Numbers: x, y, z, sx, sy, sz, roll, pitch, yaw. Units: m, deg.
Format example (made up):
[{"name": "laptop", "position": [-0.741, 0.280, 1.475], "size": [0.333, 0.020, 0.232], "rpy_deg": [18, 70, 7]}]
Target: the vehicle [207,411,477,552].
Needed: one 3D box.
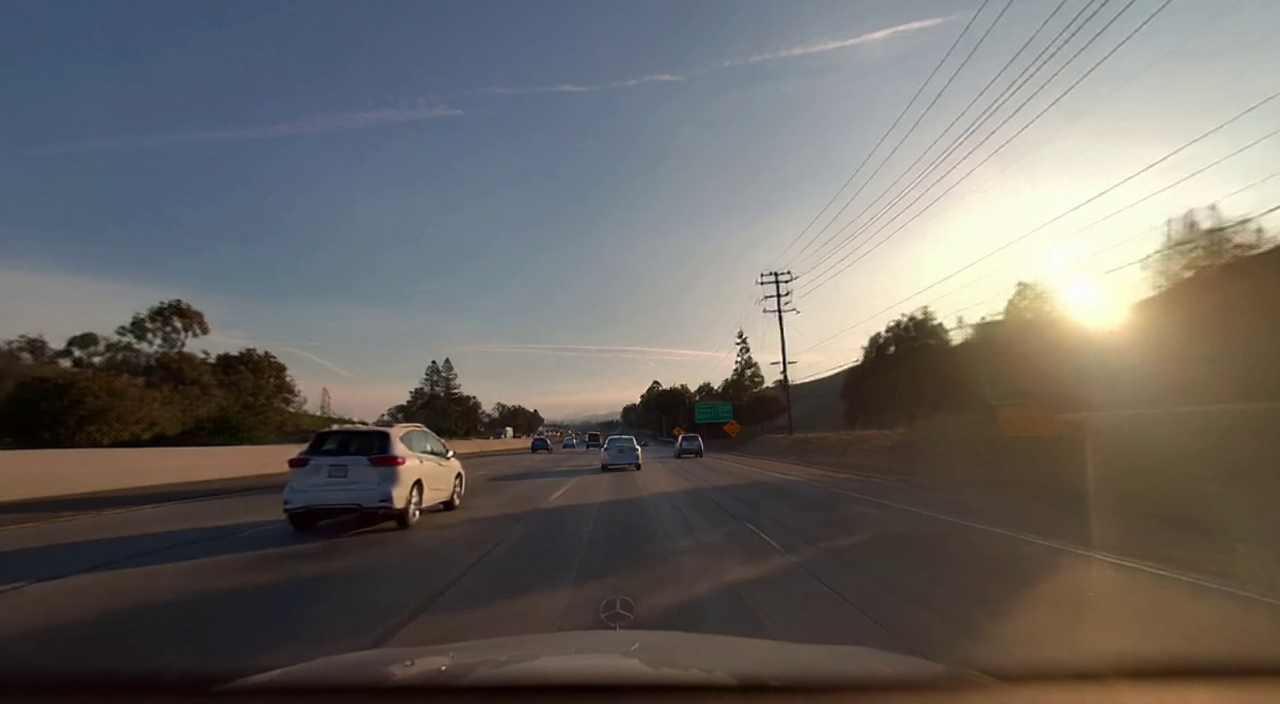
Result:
[{"name": "vehicle", "position": [-4.019, 1.800, 9.585], "size": [1.901, 1.601, 4.610], "rpy_deg": [0, -8, -1]}]

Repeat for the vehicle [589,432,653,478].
[{"name": "vehicle", "position": [-0.636, 3.580, 22.231], "size": [2.086, 1.488, 3.440], "rpy_deg": [0, -8, -1]}]

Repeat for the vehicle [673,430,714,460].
[{"name": "vehicle", "position": [3.179, 5.650, 38.432], "size": [1.950, 1.695, 4.446], "rpy_deg": [0, -8, -2]}]

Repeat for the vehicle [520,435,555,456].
[{"name": "vehicle", "position": [-7.769, 7.100, 48.097], "size": [1.992, 1.494, 4.133], "rpy_deg": [0, -8, 0]}]
